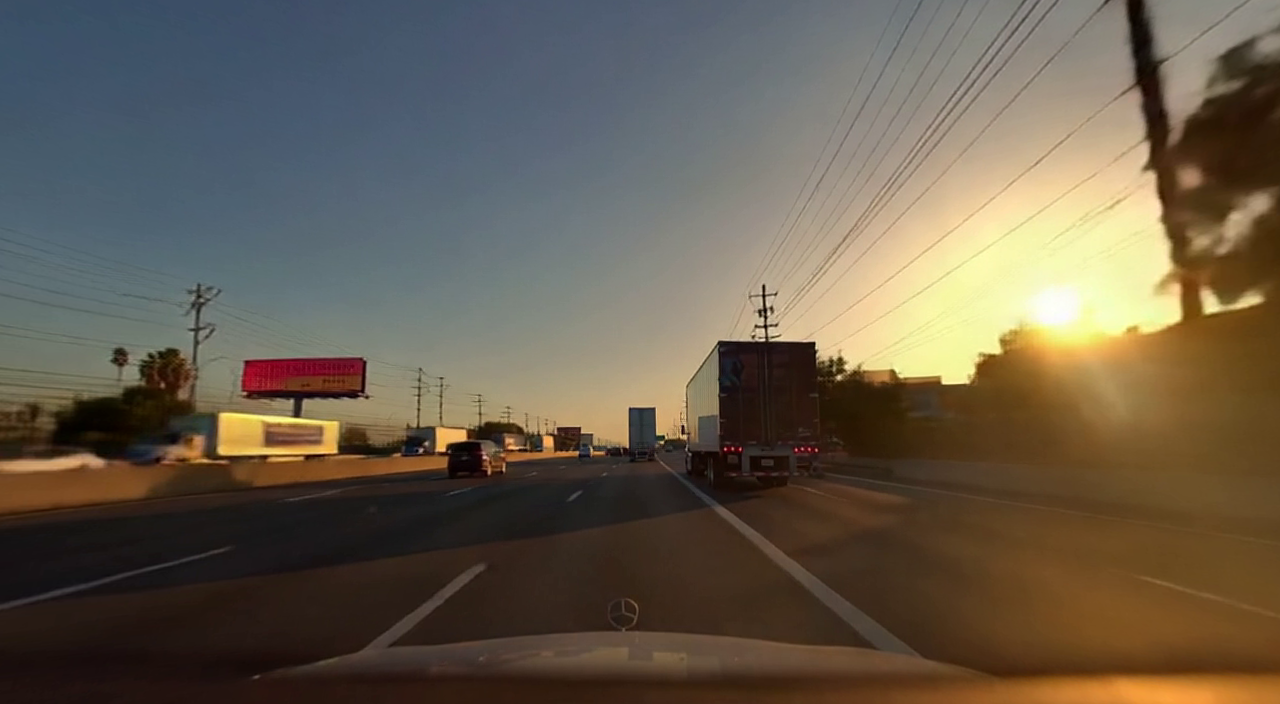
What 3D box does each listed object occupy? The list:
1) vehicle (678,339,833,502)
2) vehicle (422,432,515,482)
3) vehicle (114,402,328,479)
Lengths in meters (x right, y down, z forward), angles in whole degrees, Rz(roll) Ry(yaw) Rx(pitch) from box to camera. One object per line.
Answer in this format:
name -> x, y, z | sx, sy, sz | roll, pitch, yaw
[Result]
vehicle -> 3.433, 2.954, 24.431 | 2.892, 4.152, 16.575 | 0, -9, 0
vehicle -> -7.356, 4.598, 27.961 | 2.425, 1.917, 5.647 | 0, -9, 1
vehicle -> -28.312, 6.386, 45.083 | 2.823, 4.374, 17.794 | -1, -9, 1
